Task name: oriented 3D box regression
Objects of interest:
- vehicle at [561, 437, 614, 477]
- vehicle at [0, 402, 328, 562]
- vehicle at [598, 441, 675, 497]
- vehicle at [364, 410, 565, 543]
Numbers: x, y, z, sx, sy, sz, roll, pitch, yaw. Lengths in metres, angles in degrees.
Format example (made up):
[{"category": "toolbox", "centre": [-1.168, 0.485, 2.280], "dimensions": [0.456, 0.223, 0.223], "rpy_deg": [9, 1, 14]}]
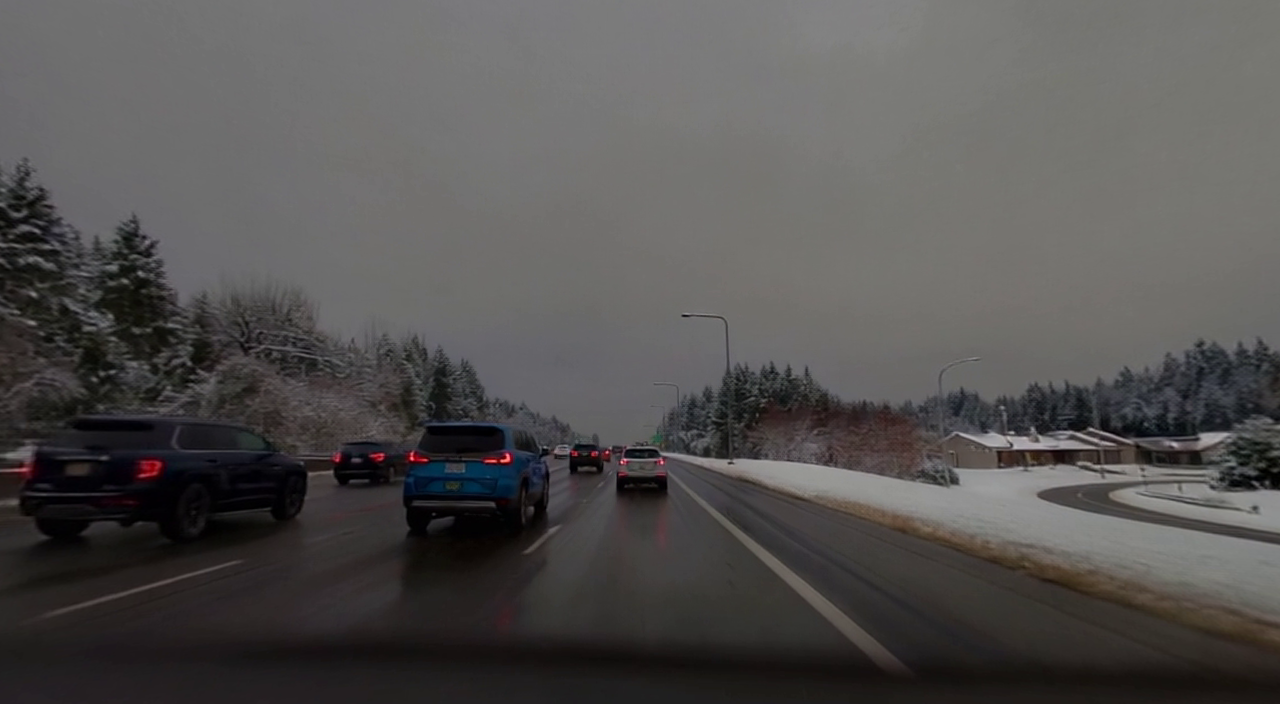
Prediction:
[{"category": "vehicle", "centre": [-2.464, 5.104, 30.745], "dimensions": [2.125, 1.771, 4.721], "rpy_deg": [0, -9, 0]}, {"category": "vehicle", "centre": [-7.064, 1.846, 9.600], "dimensions": [2.162, 1.823, 4.566], "rpy_deg": [0, -9, 1]}, {"category": "vehicle", "centre": [-0.120, 3.446, 18.976], "dimensions": [2.068, 1.488, 4.045], "rpy_deg": [0, -9, -1]}, {"category": "vehicle", "centre": [-2.641, 2.009, 10.692], "dimensions": [2.123, 1.798, 4.108], "rpy_deg": [0, -9, 1]}]
